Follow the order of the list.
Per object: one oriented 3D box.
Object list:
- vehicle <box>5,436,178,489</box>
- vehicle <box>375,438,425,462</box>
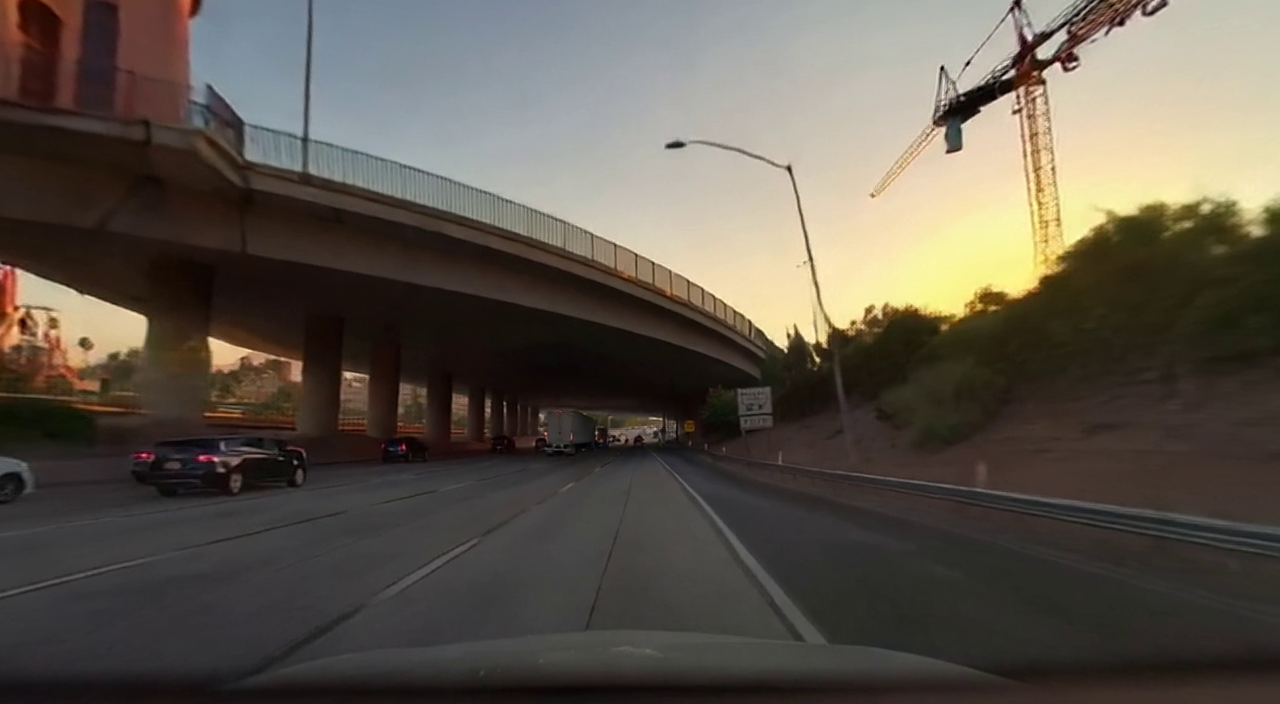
[{"bbox_3d":[-18.168,3.665,21.269,1.866,1.609,4.315,0,-9,0],"label":"vehicle"},{"bbox_3d":[-18.030,7.380,47.695,1.932,1.752,4.541,0,-9,1],"label":"vehicle"}]
